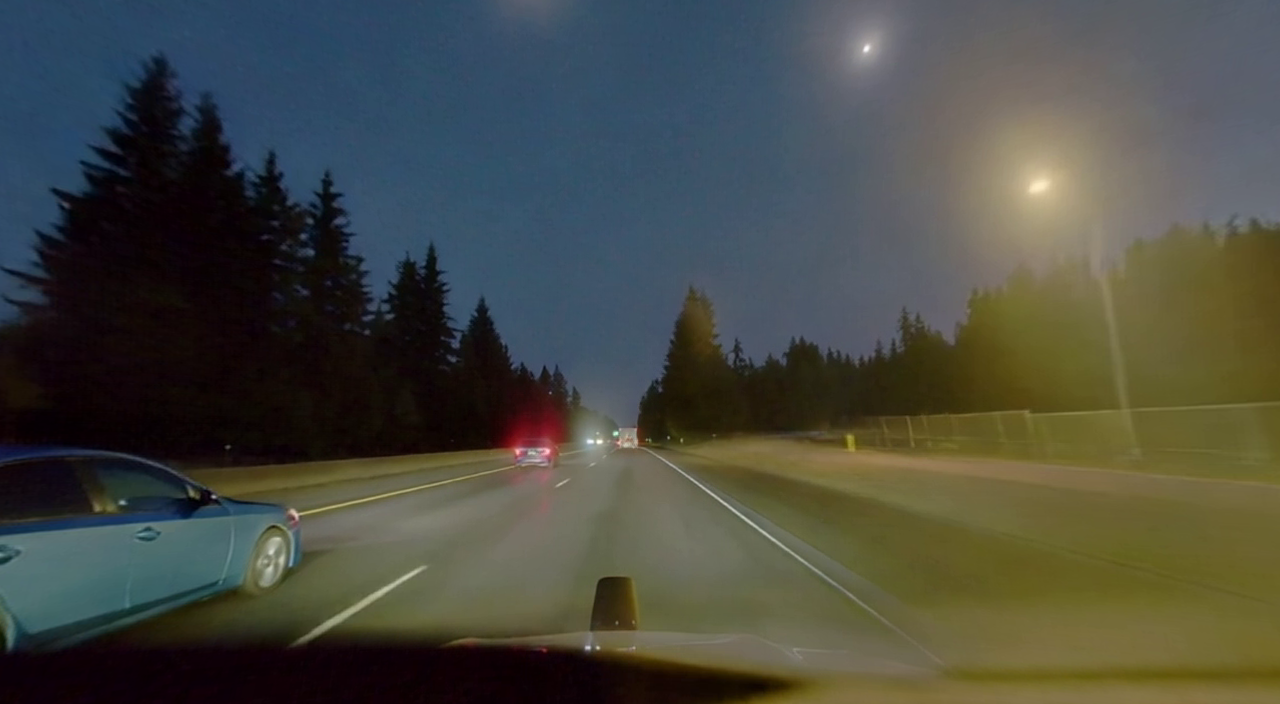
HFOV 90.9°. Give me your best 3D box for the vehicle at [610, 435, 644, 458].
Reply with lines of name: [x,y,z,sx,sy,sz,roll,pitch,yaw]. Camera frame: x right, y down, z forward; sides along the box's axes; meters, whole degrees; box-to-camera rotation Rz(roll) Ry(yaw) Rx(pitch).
vehicle: [-0.840,6.239,41.710,2.162,1.460,4.242,0,-8,0]

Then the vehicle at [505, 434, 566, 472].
vehicle: [-4.309,4.202,26.528,1.907,1.445,4.049,0,-8,-1]
